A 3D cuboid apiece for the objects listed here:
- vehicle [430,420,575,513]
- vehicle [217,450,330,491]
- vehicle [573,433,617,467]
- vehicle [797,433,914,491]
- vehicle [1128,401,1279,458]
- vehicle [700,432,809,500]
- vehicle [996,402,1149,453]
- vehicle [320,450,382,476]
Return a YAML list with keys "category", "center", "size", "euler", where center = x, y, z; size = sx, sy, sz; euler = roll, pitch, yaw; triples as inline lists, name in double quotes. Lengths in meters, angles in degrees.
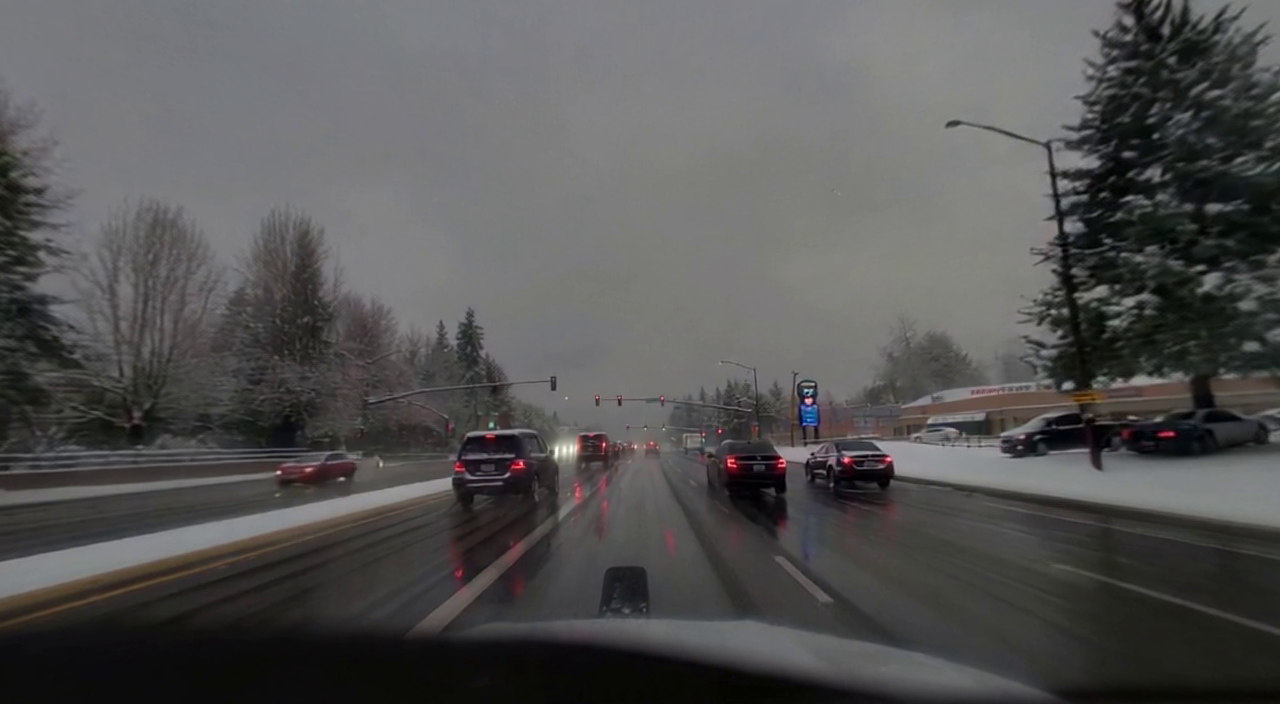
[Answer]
- category: "vehicle"
  center: [-2.834, 2.504, 14.161]
  size: [2.141, 1.719, 4.379]
  euler: [0, -9, 2]
- category: "vehicle"
  center: [-14.464, 4.678, 25.198]
  size: [1.858, 1.456, 4.347]
  euler: [0, -9, 1]
- category: "vehicle"
  center: [-2.461, 5.548, 35.768]
  size: [2.117, 1.799, 4.442]
  euler: [0, -9, 1]
- category: "vehicle"
  center: [6.377, 3.322, 19.311]
  size: [1.881, 1.540, 4.750]
  euler: [0, -9, 0]
- category: "vehicle"
  center: [17.024, 2.346, 18.738]
  size: [4.698, 1.495, 2.125]
  euler: [4, -10, -29]
- category: "vehicle"
  center: [2.808, 2.915, 16.430]
  size: [2.004, 1.512, 4.206]
  euler: [0, -9, 0]
- category: "vehicle"
  center: [16.726, 2.971, 24.427]
  size: [4.953, 1.804, 2.337]
  euler: [3, -9, -21]
- category: "vehicle"
  center: [-17.703, 6.779, 38.767]
  size: [1.749, 1.454, 4.318]
  euler: [0, -9, 0]
